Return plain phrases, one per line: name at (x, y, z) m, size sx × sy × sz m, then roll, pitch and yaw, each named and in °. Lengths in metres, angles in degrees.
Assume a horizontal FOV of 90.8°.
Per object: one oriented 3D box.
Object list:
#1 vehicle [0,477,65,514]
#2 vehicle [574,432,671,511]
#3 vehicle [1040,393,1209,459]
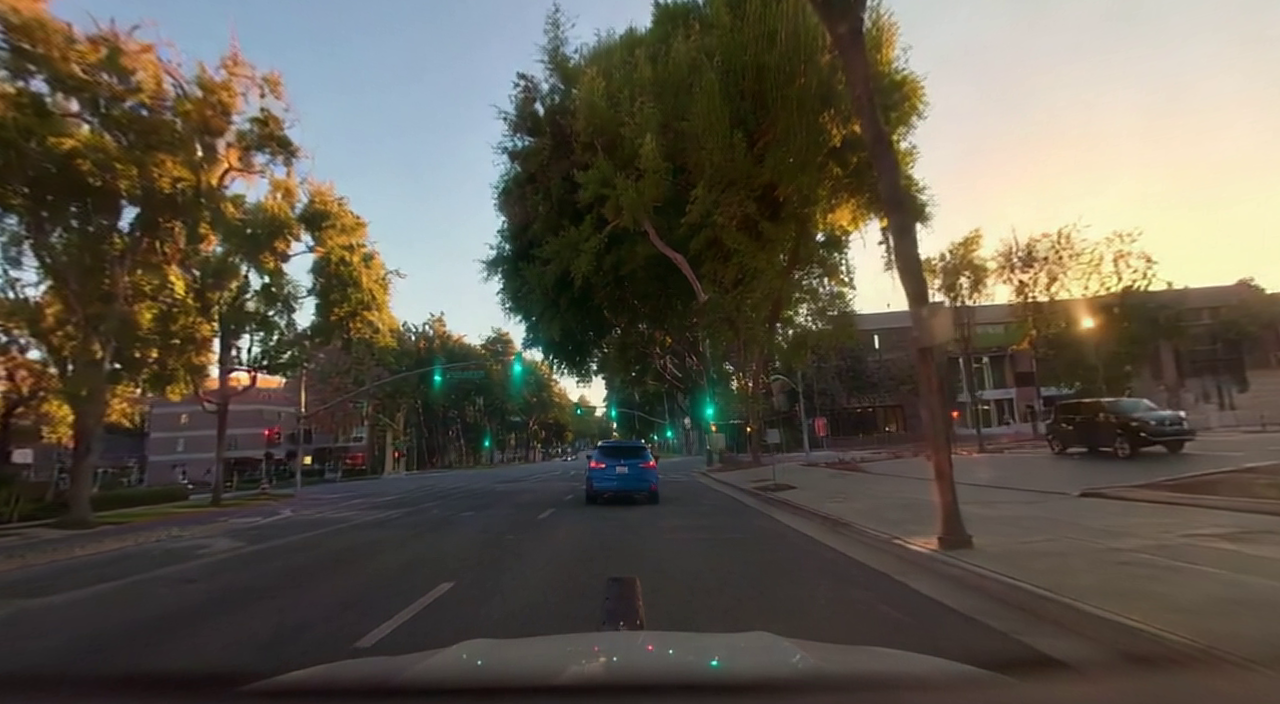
vehicle at (-28.585, 6.530, 28.599) m, size 1.771 × 1.435 × 4.144 m, roll -6°, pitch -9°, yaw -10°
vehicle at (-0.396, 2.941, 15.957) m, size 2.136 × 1.703 × 3.910 m, roll 0°, pitch -9°, yaw 0°
vehicle at (16.355, 2.611, 21.785) m, size 2.039 × 1.990 × 5.111 m, roll -1°, pitch -8°, yaw 5°
